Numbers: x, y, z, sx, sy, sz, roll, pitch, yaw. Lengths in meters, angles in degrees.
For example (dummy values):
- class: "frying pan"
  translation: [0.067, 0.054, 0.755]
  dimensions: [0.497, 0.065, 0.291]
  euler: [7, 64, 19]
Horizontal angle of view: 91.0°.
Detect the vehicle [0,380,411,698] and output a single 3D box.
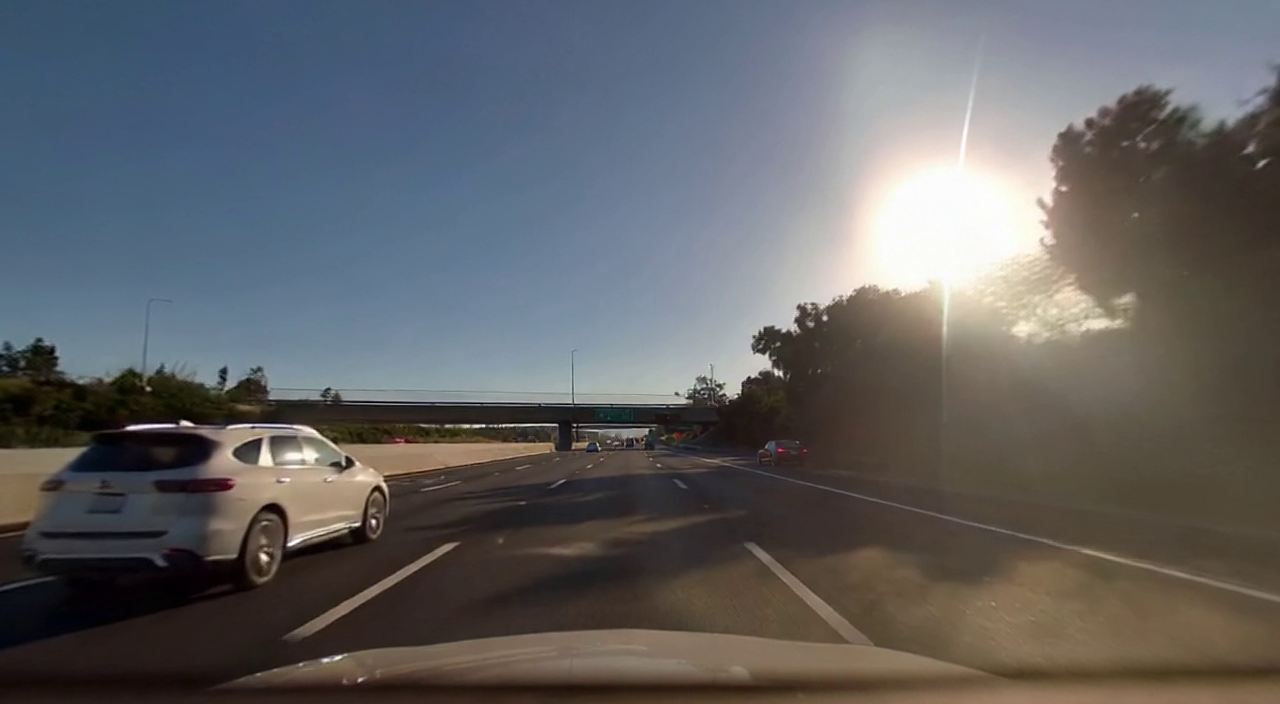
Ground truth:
- class: "vehicle"
  translation: [-4.177, 1.341, 5.910]
  dimensions: [2.200, 1.662, 5.091]
  euler: [0, -8, -1]
